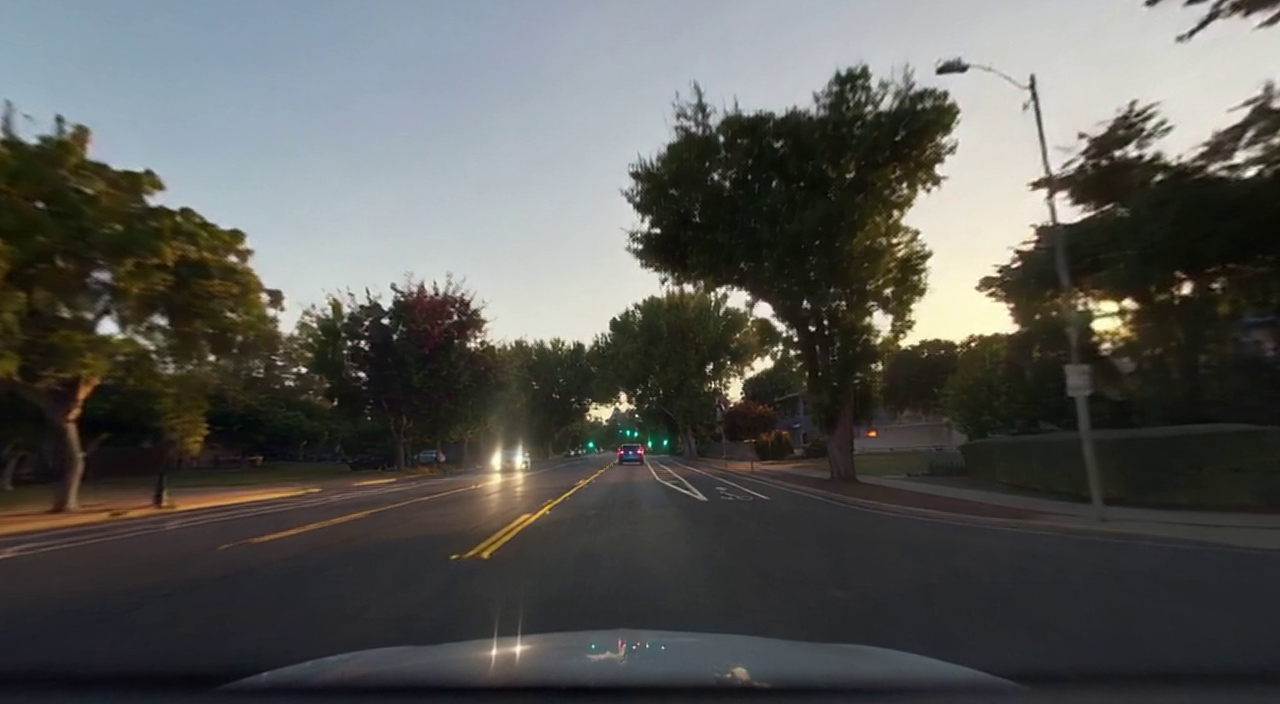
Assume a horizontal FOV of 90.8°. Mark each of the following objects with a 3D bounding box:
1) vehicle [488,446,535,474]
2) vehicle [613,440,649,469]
[{"bbox_3d":[-7.560,6.371,37.513,1.967,1.571,3.853,0,-9,0],"label":"vehicle"},{"bbox_3d":[-0.630,6.826,42.260,2.230,1.827,4.298,0,-9,-2],"label":"vehicle"}]
